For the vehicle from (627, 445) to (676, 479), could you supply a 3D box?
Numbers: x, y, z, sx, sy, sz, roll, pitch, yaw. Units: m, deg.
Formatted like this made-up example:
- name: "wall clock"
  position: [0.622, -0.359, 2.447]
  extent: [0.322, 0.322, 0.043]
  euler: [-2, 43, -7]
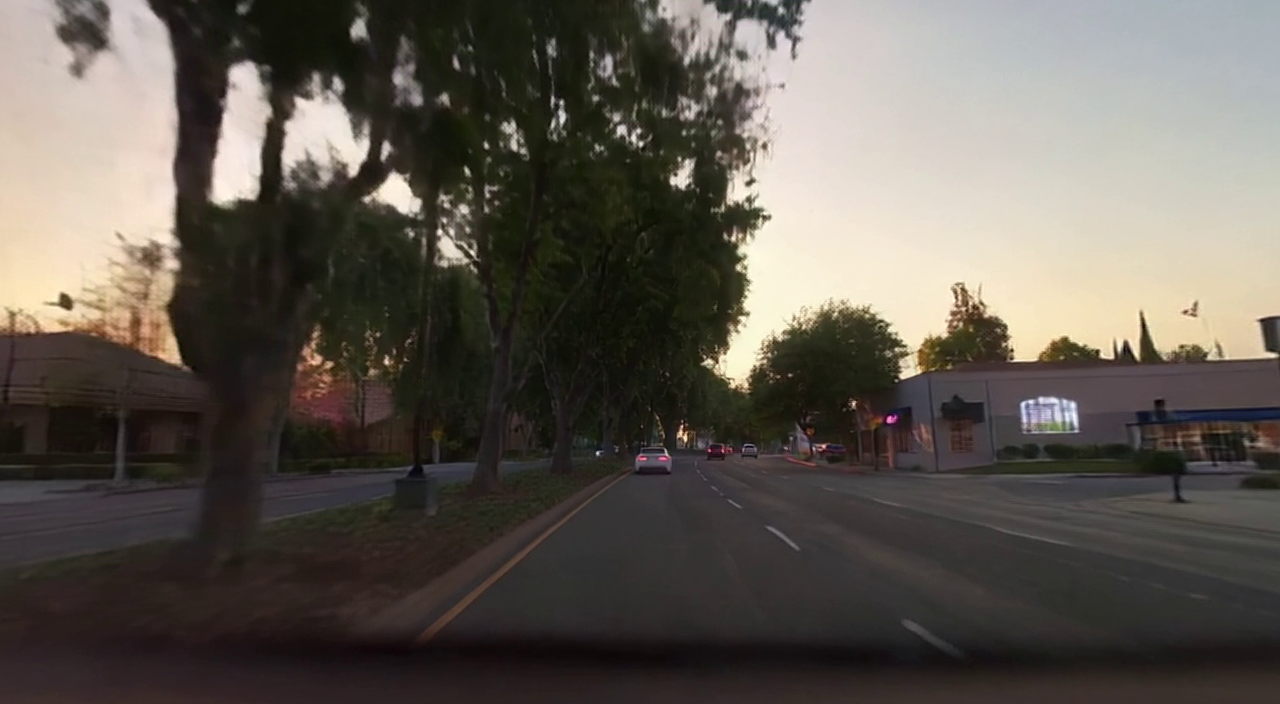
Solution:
- name: "vehicle"
  position: [0.607, 5.029, 29.244]
  extent: [2.095, 1.456, 3.873]
  euler: [-1, -8, 4]
